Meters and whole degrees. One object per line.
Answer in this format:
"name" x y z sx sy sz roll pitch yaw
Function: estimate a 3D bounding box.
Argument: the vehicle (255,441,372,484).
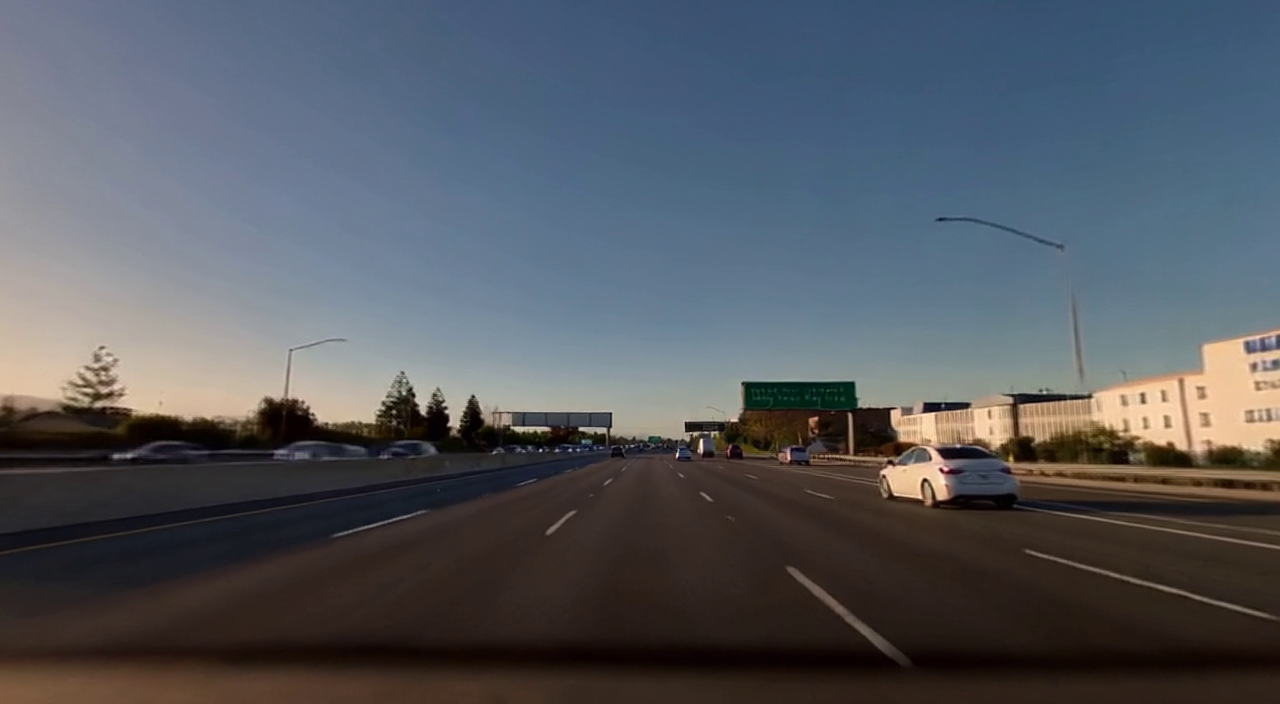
"vehicle" -12.111 4.125 23.827 1.867 1.451 4.550 0 -9 2

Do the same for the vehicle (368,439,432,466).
"vehicle" -15.205 6.385 40.249 2.023 1.607 4.937 0 -9 1

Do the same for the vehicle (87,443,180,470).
"vehicle" -28.727 5.935 35.945 1.803 1.451 4.199 0 -9 1

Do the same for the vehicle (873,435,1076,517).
"vehicle" 7.236 2.713 14.379 2.071 1.543 4.702 0 -9 0

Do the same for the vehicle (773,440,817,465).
"vehicle" 11.966 7.778 48.865 2.168 1.861 4.678 0 -9 0
